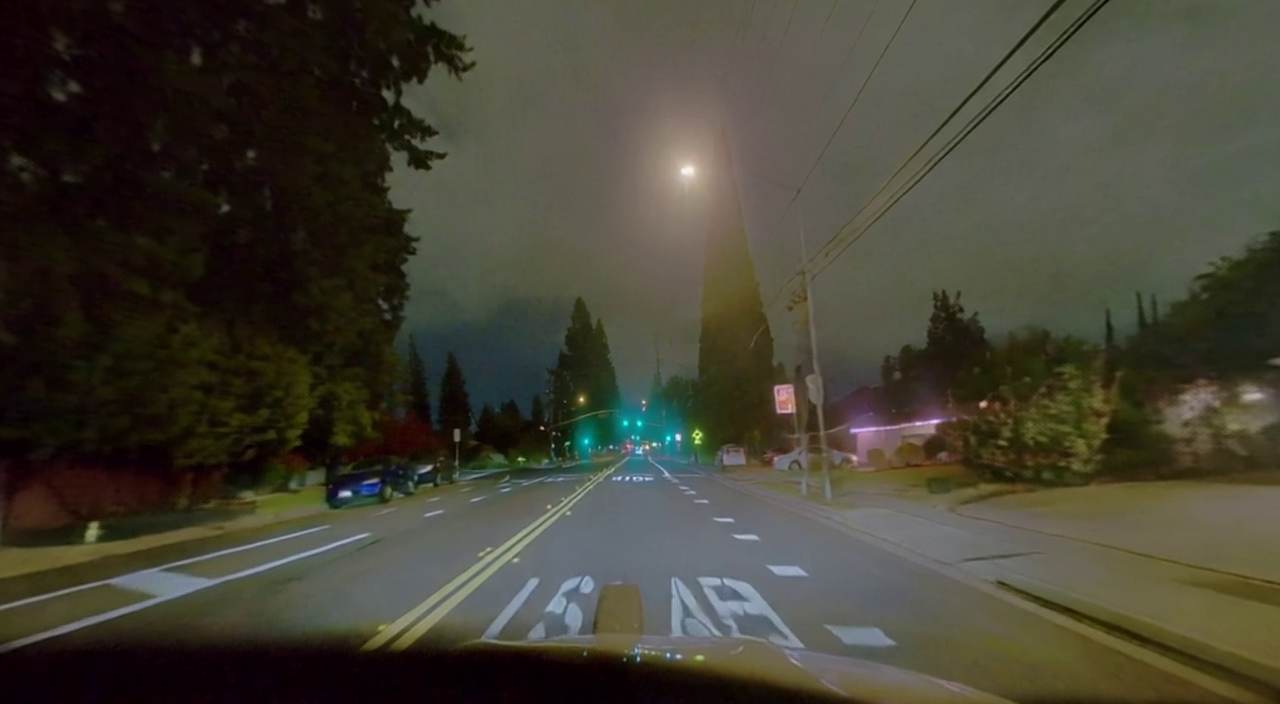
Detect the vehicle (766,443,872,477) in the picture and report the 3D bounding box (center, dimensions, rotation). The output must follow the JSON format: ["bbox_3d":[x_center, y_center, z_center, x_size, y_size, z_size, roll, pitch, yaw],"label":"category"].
[{"bbox_3d":[8.121,4.942,28.925,4.438,1.466,1.943,-2,-9,9],"label":"vehicle"}]

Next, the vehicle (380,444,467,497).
[{"bbox_3d":[-9.440,5.148,27.976,2.181,1.938,4.931,-2,-7,0],"label":"vehicle"}]

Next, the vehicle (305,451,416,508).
[{"bbox_3d":[-9.267,4.207,21.296,1.998,1.684,4.180,0,-9,-3],"label":"vehicle"}]

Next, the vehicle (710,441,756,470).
[{"bbox_3d":[5.714,6.410,39.206,2.096,1.713,4.606,0,-9,-1],"label":"vehicle"}]
